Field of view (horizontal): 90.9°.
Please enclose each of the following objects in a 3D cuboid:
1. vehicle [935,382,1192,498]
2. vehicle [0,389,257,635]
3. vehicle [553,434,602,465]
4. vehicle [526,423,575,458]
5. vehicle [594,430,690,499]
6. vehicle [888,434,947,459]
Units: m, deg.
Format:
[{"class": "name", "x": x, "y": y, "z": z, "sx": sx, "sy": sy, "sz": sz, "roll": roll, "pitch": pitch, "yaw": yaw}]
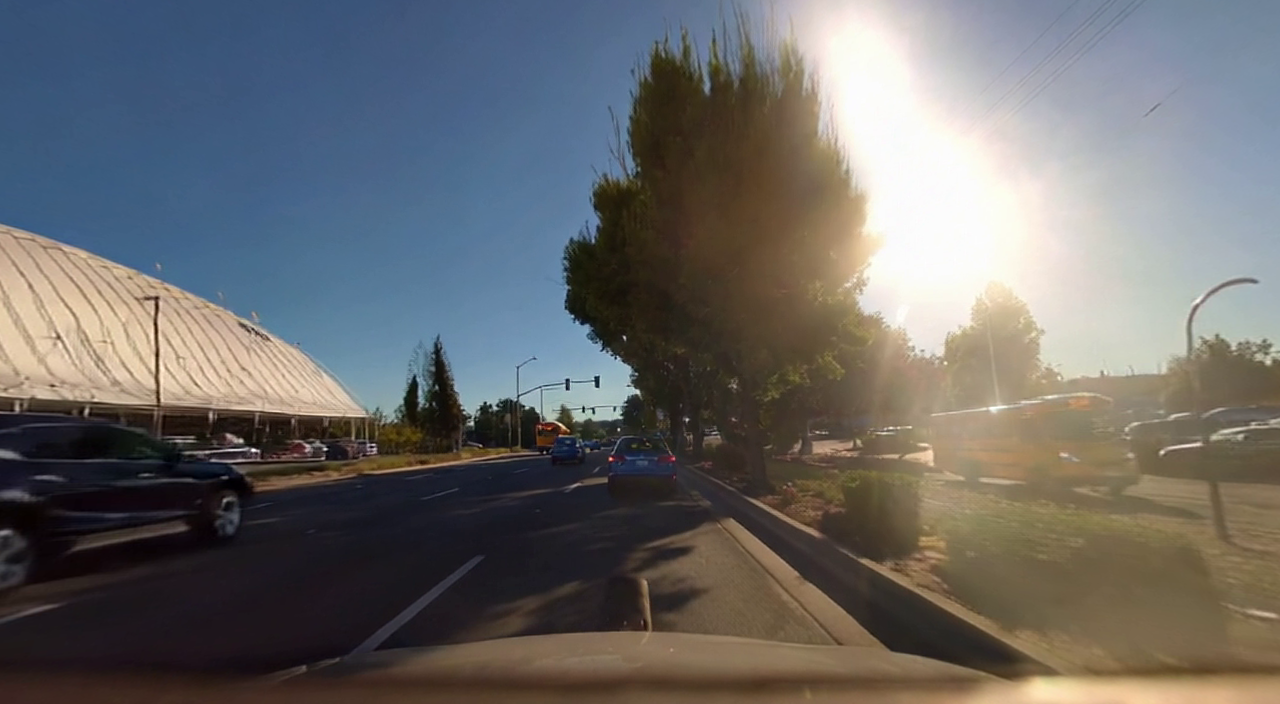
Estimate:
[{"class": "vehicle", "x": 11.378, "y": 2.510, "z": 17.908, "sx": 2.754, "sy": 2.711, "sz": 6.196, "roll": 0, "pitch": -9, "yaw": -2}, {"class": "vehicle", "x": -5.637, "y": 1.283, "z": 5.391, "sx": 2.016, "sy": 1.748, "sz": 4.525, "roll": 0, "pitch": -9, "yaw": -3}, {"class": "vehicle", "x": -3.462, "y": 5.509, "z": 35.770, "sx": 2.148, "sy": 1.636, "sz": 4.199, "roll": -1, "pitch": -9, "yaw": 2}, {"class": "vehicle", "x": -6.960, "y": 7.046, "z": 49.919, "sx": 2.485, "sy": 2.556, "sz": 6.363, "roll": -1, "pitch": -9, "yaw": 4}, {"class": "vehicle", "x": -0.004, "y": 2.804, "z": 16.035, "sx": 2.123, "sy": 1.498, "sz": 4.226, "roll": 0, "pitch": -9, "yaw": -1}, {"class": "vehicle", "x": 17.863, "y": 6.124, "z": 40.830, "sx": 1.694, "sy": 1.451, "sz": 4.505, "roll": 0, "pitch": -9, "yaw": 0}]
